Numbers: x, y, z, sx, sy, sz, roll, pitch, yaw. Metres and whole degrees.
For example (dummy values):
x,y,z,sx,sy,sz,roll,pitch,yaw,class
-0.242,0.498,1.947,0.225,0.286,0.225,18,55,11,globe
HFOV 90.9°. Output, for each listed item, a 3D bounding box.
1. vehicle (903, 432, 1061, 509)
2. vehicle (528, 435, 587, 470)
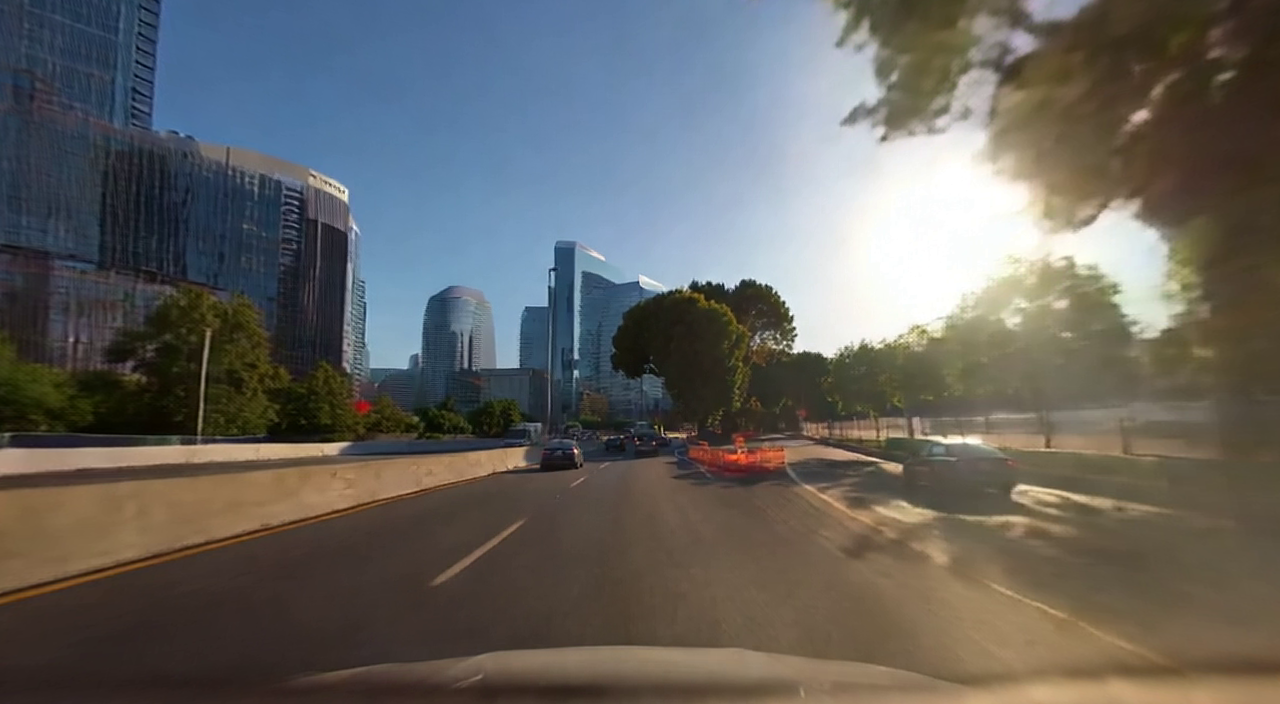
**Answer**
x,y,z,sx,sy,sz,roll,pitch,yaw,class
7.608,2.615,14.474,1.913,1.499,3.581,-1,-8,6,vehicle
-3.453,4.263,27.054,1.848,1.406,4.013,0,-8,2,vehicle
